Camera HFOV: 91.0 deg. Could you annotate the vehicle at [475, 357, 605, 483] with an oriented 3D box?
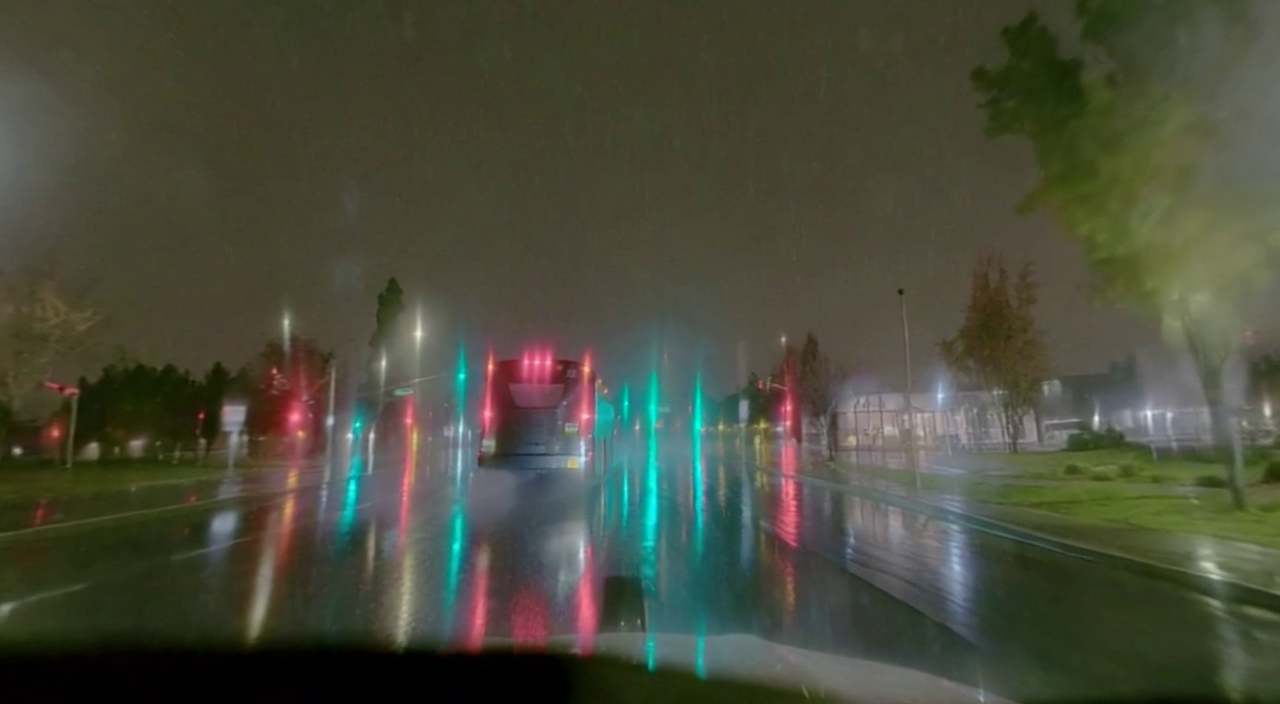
[{"bbox_3d":[-3.026,2.660,22.696,3.031,3.429,11.005,0,-9,-1],"label":"vehicle"}]
